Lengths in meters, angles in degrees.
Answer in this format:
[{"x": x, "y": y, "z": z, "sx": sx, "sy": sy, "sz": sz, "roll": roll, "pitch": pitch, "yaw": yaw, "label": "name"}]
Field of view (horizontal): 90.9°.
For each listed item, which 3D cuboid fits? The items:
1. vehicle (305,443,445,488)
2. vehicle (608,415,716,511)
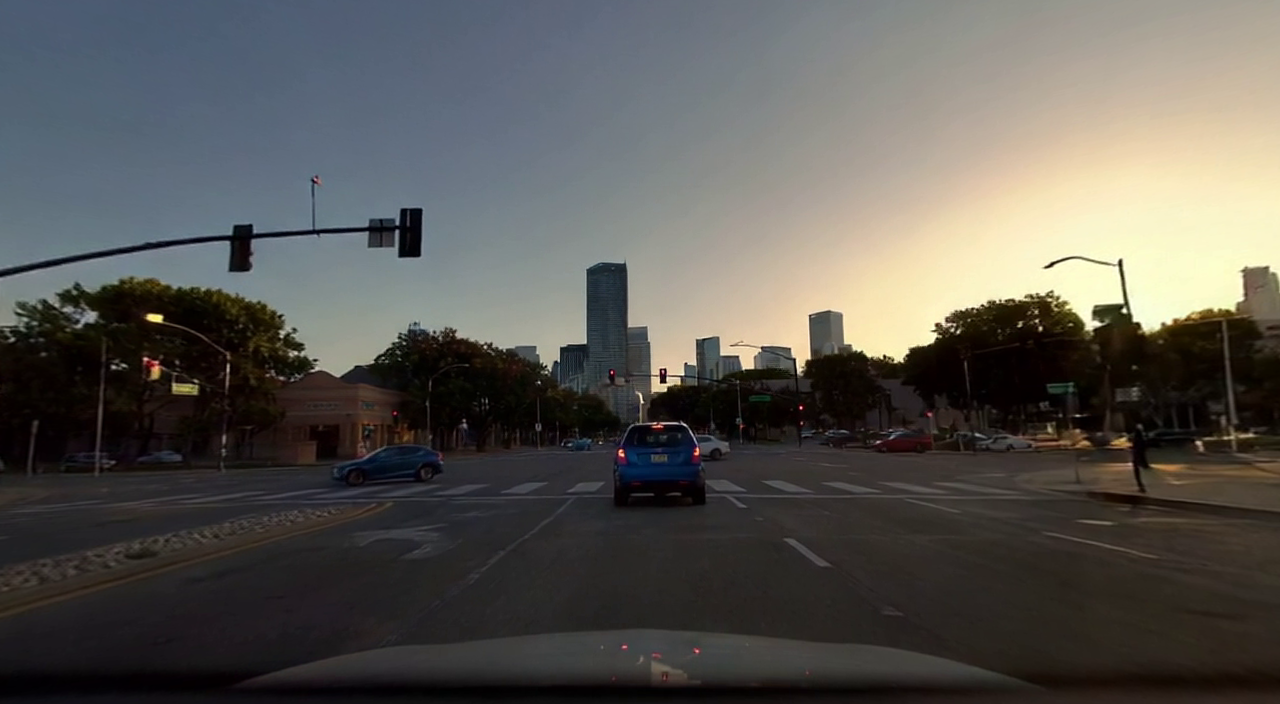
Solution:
[{"x": -9.804, "y": 4.211, "z": 23.820, "sx": 2.013, "sy": 1.486, "sz": 4.705, "roll": -4, "pitch": -9, "yaw": 24, "label": "vehicle"}, {"x": 0.420, "y": 2.362, "z": 13.845, "sx": 1.994, "sy": 1.759, "sz": 4.186, "roll": 0, "pitch": -8, "yaw": 0, "label": "vehicle"}]
